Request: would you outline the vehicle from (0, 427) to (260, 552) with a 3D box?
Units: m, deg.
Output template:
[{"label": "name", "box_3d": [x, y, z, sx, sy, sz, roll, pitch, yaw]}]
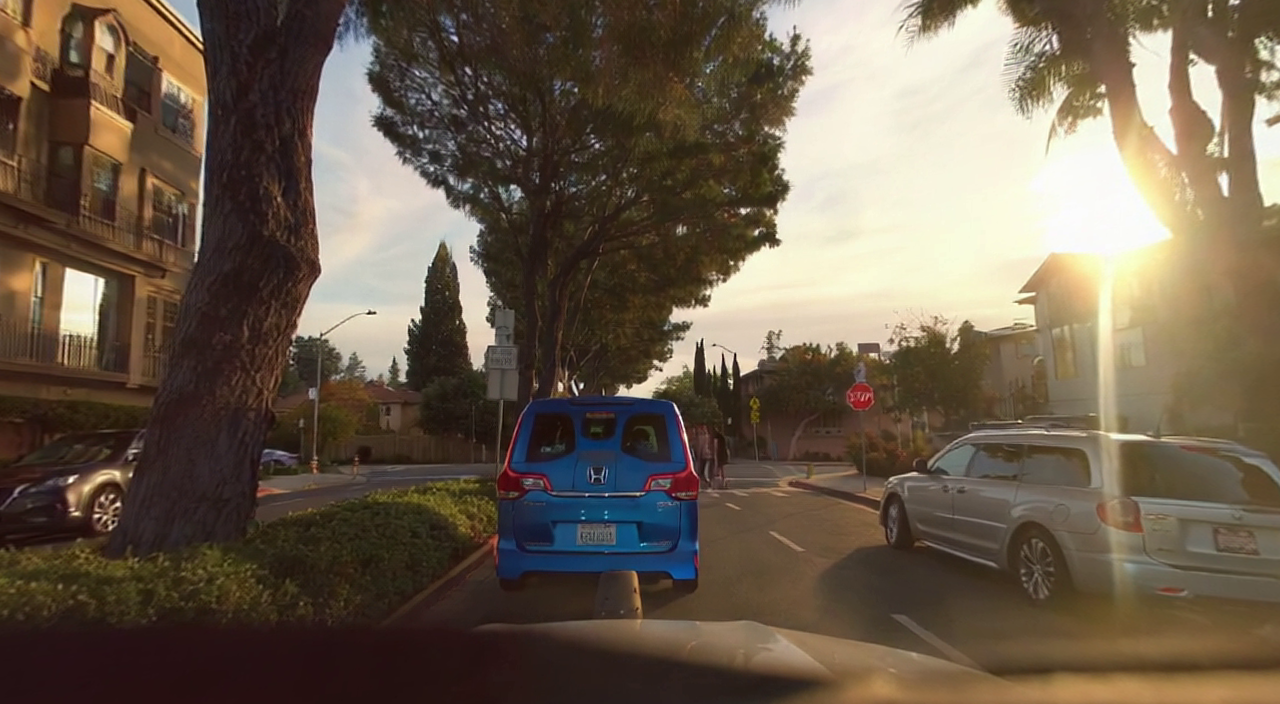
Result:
[{"label": "vehicle", "box_3d": [-8.291, 2.019, 10.052, 1.825, 1.532, 4.083, -3, -7, 2]}]

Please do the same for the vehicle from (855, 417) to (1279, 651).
[{"label": "vehicle", "box_3d": [4.219, 1.679, 6.905, 1.959, 1.581, 4.731, 4, -9, -2]}]

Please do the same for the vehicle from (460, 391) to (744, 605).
[{"label": "vehicle", "box_3d": [-0.327, 1.577, 7.709, 2.377, 1.787, 4.652, 0, -8, 0]}]
